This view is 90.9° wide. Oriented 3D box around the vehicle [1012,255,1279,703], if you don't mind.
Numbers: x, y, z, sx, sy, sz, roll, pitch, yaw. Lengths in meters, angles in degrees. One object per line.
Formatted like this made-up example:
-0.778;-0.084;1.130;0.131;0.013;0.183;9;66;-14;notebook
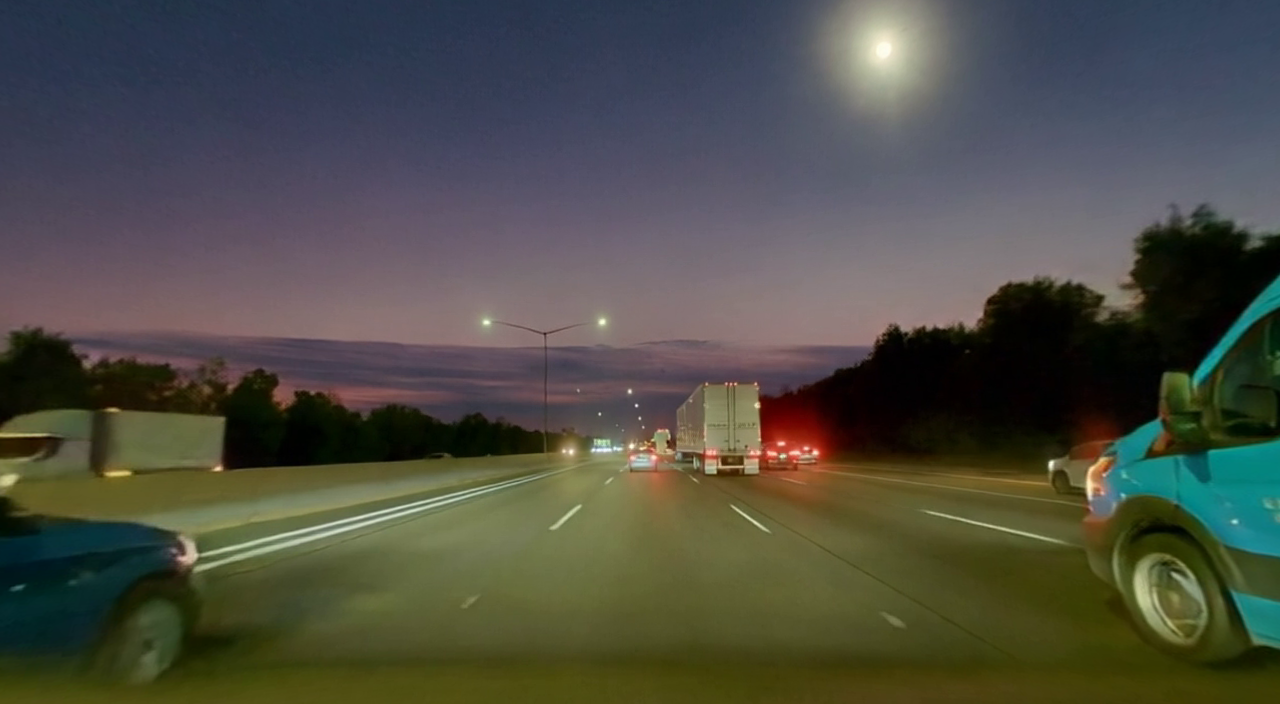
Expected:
3.760;0.448;1.281;2.441;2.017;5.739;0;-9;0;vehicle

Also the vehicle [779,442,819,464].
11.439;7.289;45.589;1.876;1.552;3.640;0;-9;0;vehicle

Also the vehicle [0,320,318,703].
-3.180;0.721;1.620;2.237;1.745;4.575;0;-9;1;vehicle

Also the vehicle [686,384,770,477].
4.342;4.401;34.158;2.821;4.077;12.562;0;-9;1;vehicle

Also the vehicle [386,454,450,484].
-12.473;6.571;35.723;1.911;1.488;4.387;0;-9;1;vehicle

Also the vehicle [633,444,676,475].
0.704;5.536;32.733;2.063;1.469;4.208;0;-9;0;vehicle
